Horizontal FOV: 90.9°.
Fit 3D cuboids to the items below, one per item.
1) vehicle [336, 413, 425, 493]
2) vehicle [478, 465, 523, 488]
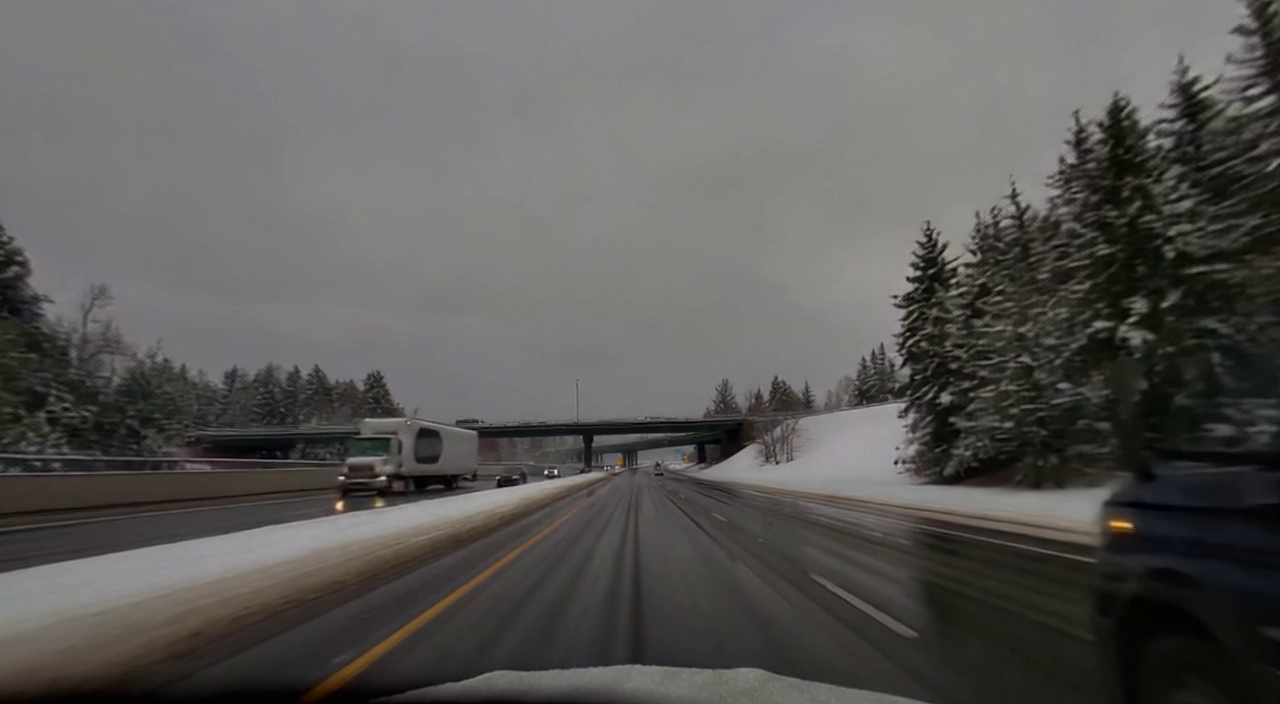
[{"bbox_3d":[-13.488,5.316,33.059,3.038,3.896,3.252,1,-10,0],"label":"vehicle"},{"bbox_3d":[-9.115,8.189,41.540,1.903,1.395,4.235,1,-10,1],"label":"vehicle"}]
